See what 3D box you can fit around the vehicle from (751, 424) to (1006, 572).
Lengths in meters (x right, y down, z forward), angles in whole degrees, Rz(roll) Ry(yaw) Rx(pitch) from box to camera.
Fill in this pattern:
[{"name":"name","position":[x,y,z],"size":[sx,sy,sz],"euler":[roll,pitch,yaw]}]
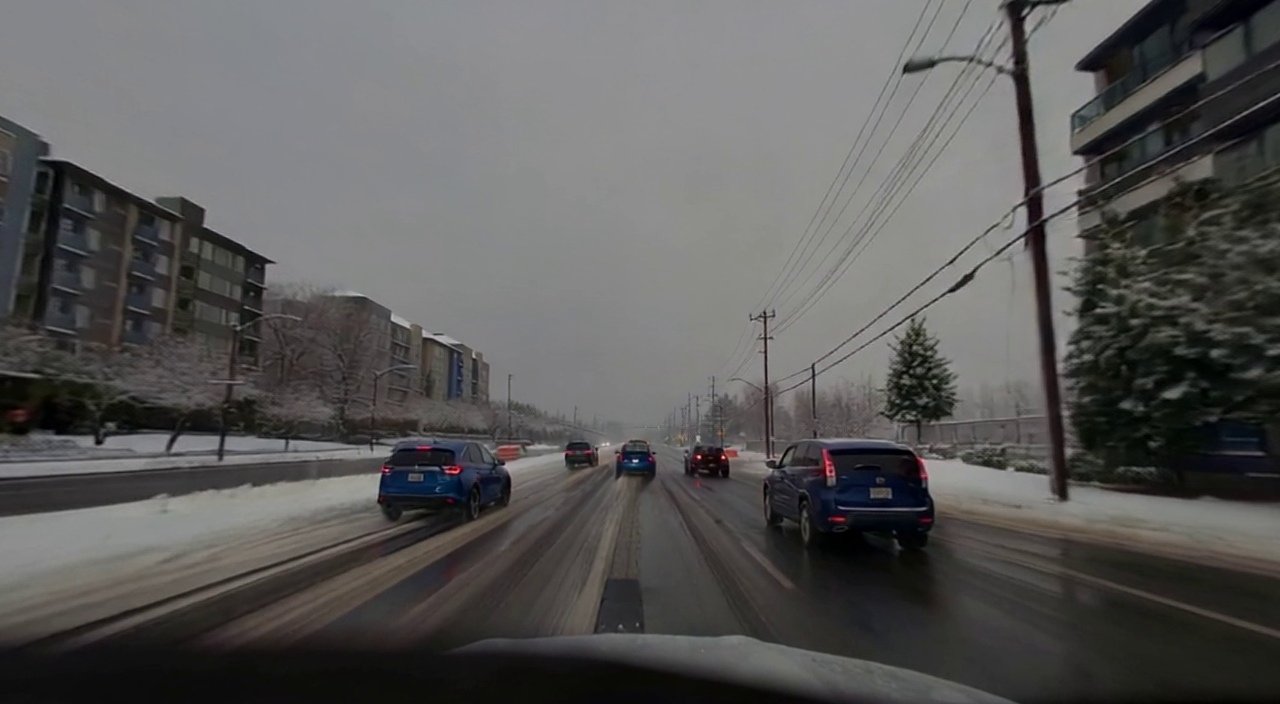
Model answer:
[{"name":"vehicle","position":[2.980,1.906,9.008],"size":[1.975,1.598,4.025],"euler":[0,-8,-1]}]

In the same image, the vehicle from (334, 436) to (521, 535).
[{"name":"vehicle","position":[-3.626,2.334,11.714],"size":[1.968,1.473,4.209],"euler":[0,-8,0]}]

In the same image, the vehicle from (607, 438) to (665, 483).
[{"name":"vehicle","position":[-0.161,4.558,26.879],"size":[2.291,1.714,4.217],"euler":[0,-8,0]}]

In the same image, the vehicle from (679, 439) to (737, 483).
[{"name":"vehicle","position":[2.937,4.812,28.255],"size":[2.029,1.797,4.218],"euler":[0,-8,-1]}]

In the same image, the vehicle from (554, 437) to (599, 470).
[{"name":"vehicle","position":[-3.702,6.034,37.753],"size":[2.190,1.832,4.417],"euler":[0,-8,1]}]
